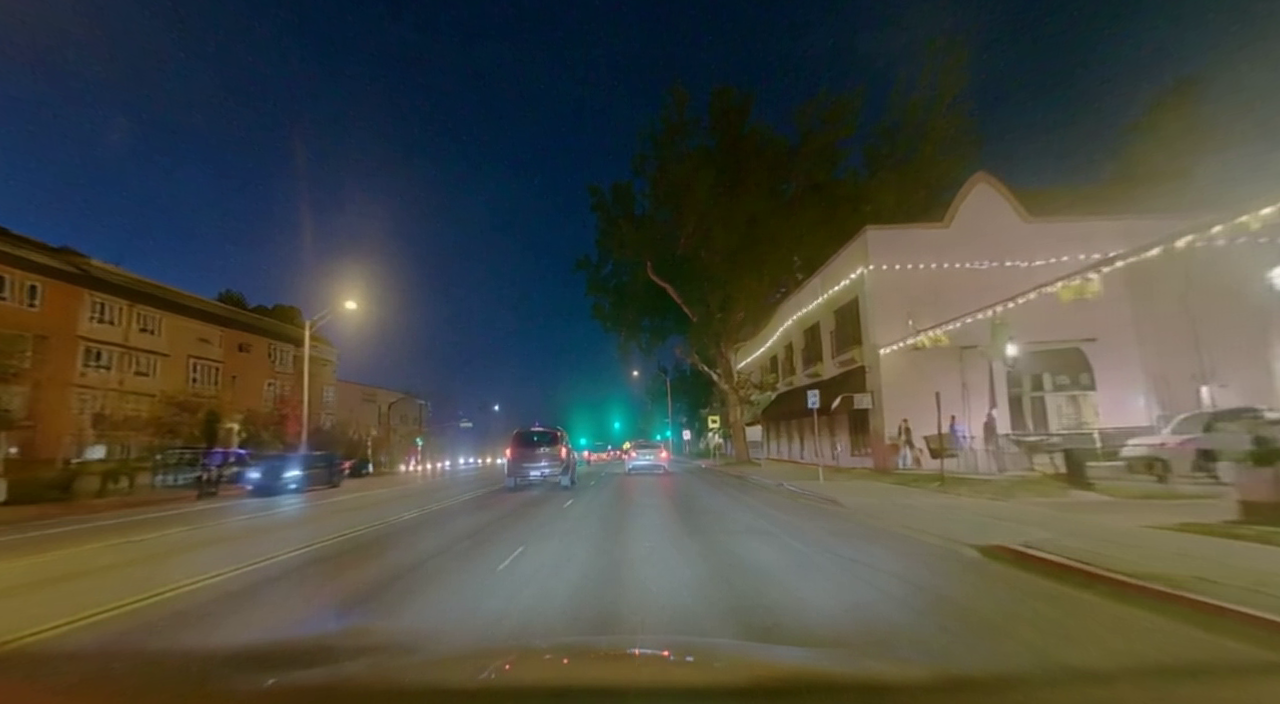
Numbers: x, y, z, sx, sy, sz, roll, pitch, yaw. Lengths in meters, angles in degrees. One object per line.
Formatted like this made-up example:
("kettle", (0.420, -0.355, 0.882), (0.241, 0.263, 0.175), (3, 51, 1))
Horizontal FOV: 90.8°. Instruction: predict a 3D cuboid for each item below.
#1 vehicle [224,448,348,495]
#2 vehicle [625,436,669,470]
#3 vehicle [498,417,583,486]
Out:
("vehicle", (-13.228, 4.464, 24.078), (2.055, 1.546, 5.019), (0, -8, -4))
("vehicle", (0.304, 5.347, 33.676), (2.126, 1.657, 4.132), (0, -8, -3))
("vehicle", (-3.342, 3.499, 22.364), (2.213, 2.123, 5.124), (0, -8, -1))
